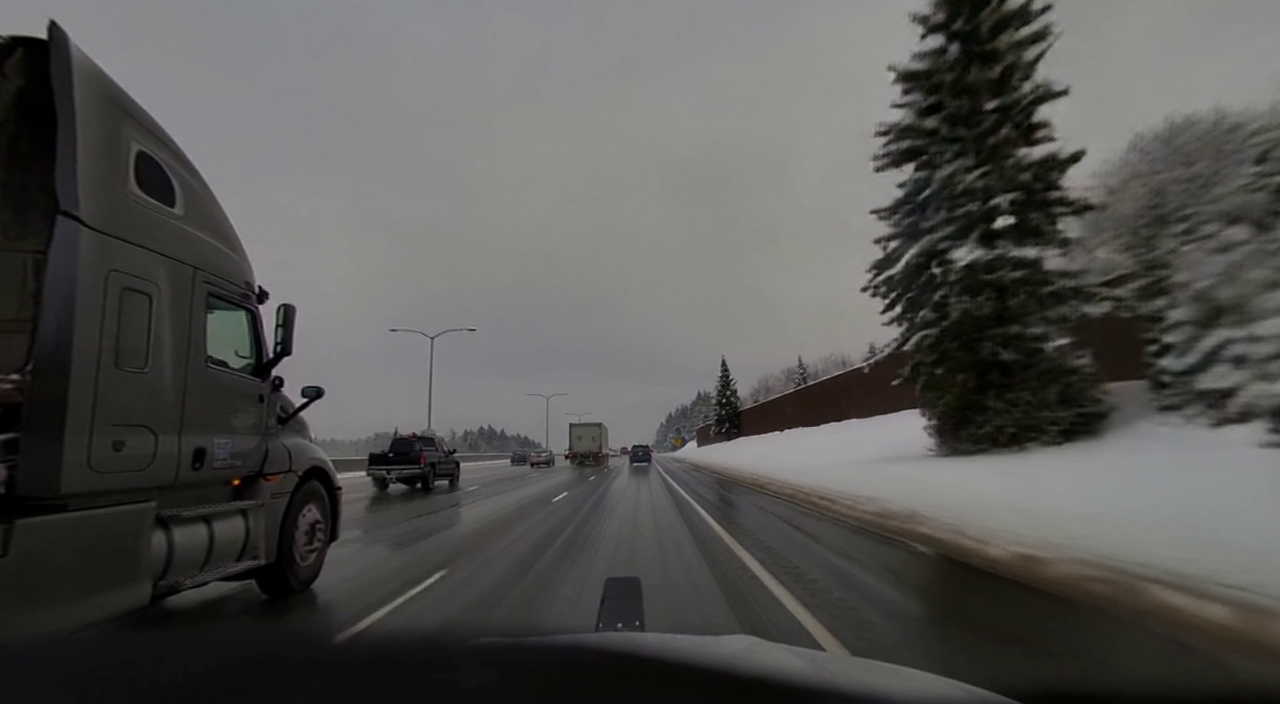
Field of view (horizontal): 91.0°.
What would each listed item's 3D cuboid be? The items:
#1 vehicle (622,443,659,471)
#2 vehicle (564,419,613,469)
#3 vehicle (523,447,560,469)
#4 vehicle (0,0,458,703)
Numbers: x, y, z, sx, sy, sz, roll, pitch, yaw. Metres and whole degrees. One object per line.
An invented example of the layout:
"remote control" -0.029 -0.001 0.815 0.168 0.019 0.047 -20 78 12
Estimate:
"vehicle" 0.052 6.404 38.589 2.178 1.640 4.071 0 -9 1
"vehicle" -3.671 6.928 47.133 2.956 3.331 9.575 0 -9 -1
"vehicle" -7.240 7.830 46.615 1.962 1.489 4.002 0 -9 1
"vehicle" -3.690 0.218 2.448 3.025 3.266 9.256 0 -9 1
